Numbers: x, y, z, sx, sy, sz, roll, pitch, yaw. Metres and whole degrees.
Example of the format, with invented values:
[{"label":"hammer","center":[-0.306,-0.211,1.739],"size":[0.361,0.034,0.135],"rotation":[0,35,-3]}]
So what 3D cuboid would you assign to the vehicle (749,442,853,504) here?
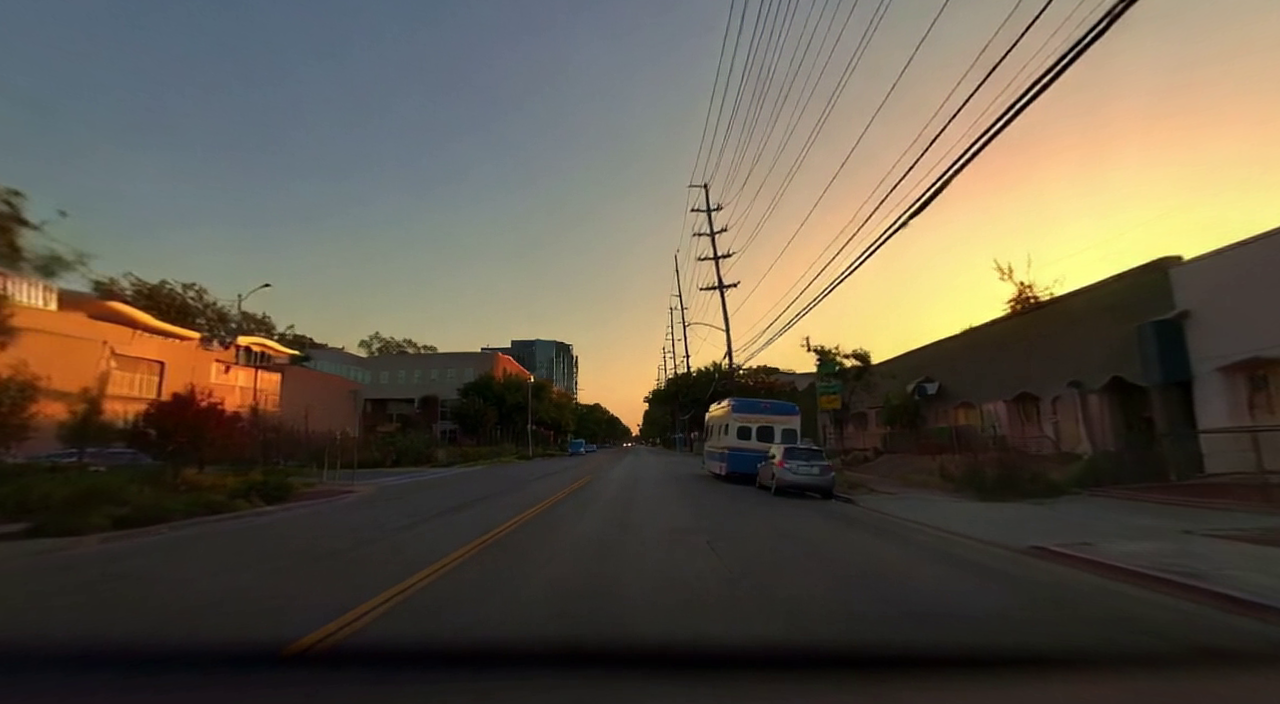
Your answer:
[{"label":"vehicle","center":[4.419,3.353,17.925],"size":[1.852,1.497,3.672],"rotation":[-2,-8,-2]}]

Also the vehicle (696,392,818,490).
[{"label":"vehicle","center":[4.272,3.606,25.409],"size":[3.110,3.241,8.788],"rotation":[0,-9,-1]}]
